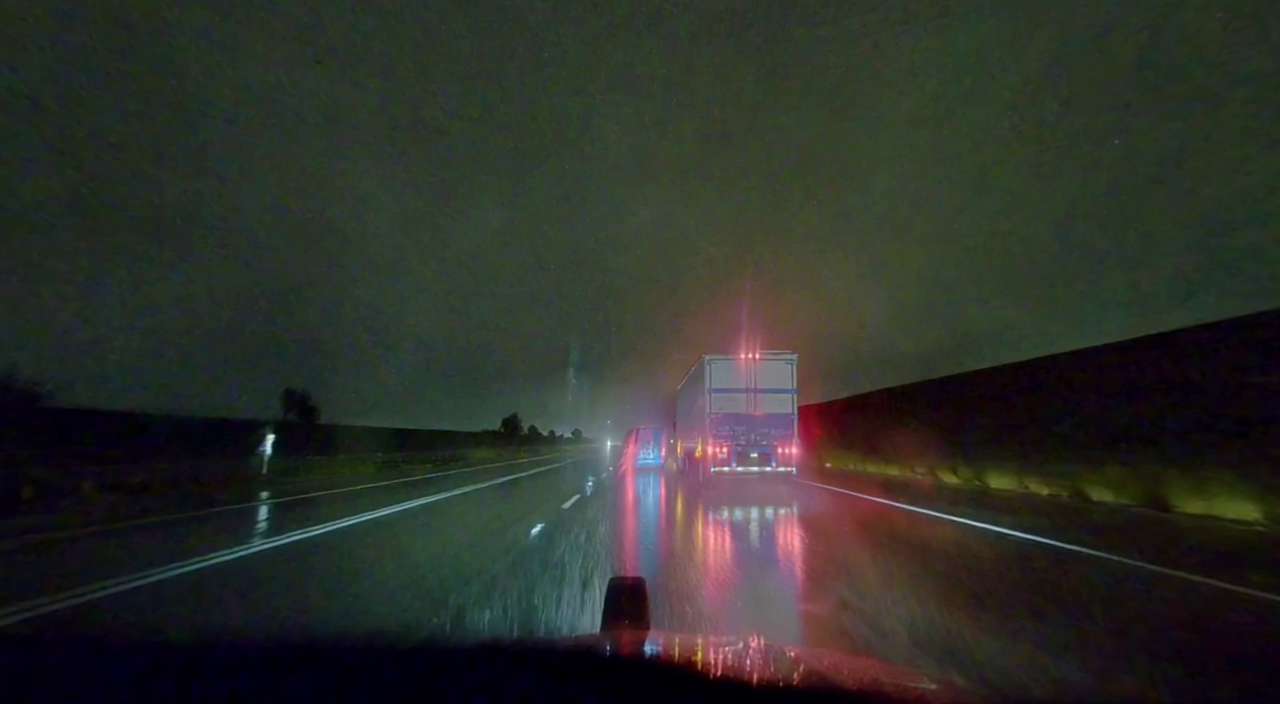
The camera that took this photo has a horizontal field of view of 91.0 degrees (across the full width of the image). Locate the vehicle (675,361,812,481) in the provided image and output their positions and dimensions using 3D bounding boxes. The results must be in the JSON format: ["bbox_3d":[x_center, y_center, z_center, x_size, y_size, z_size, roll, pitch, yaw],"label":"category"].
[{"bbox_3d":[4.098,3.622,30.664,3.892,4.216,16.830,0,-8,0],"label":"vehicle"}]

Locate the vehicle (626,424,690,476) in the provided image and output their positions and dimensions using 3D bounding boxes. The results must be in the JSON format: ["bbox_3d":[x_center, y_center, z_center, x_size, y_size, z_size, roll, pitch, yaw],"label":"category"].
[{"bbox_3d":[0.708,4.164,26.906,2.469,2.027,4.554,0,-8,0],"label":"vehicle"}]
